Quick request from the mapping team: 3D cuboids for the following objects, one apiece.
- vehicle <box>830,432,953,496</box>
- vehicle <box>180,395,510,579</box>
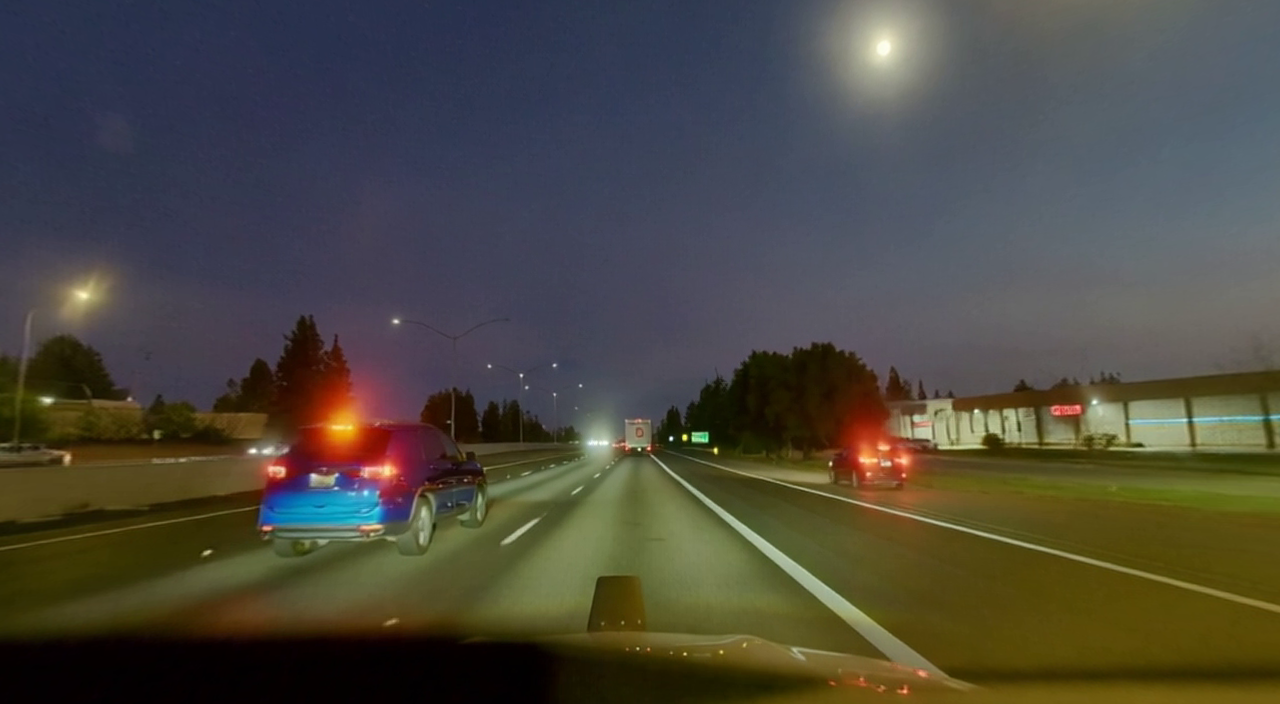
[{"bbox_3d":[7.372,3.300,18.893,1.958,1.681,4.109,0,-8,0],"label":"vehicle"},{"bbox_3d":[-3.464,1.712,8.809,2.178,1.826,4.933,0,-8,1],"label":"vehicle"}]
